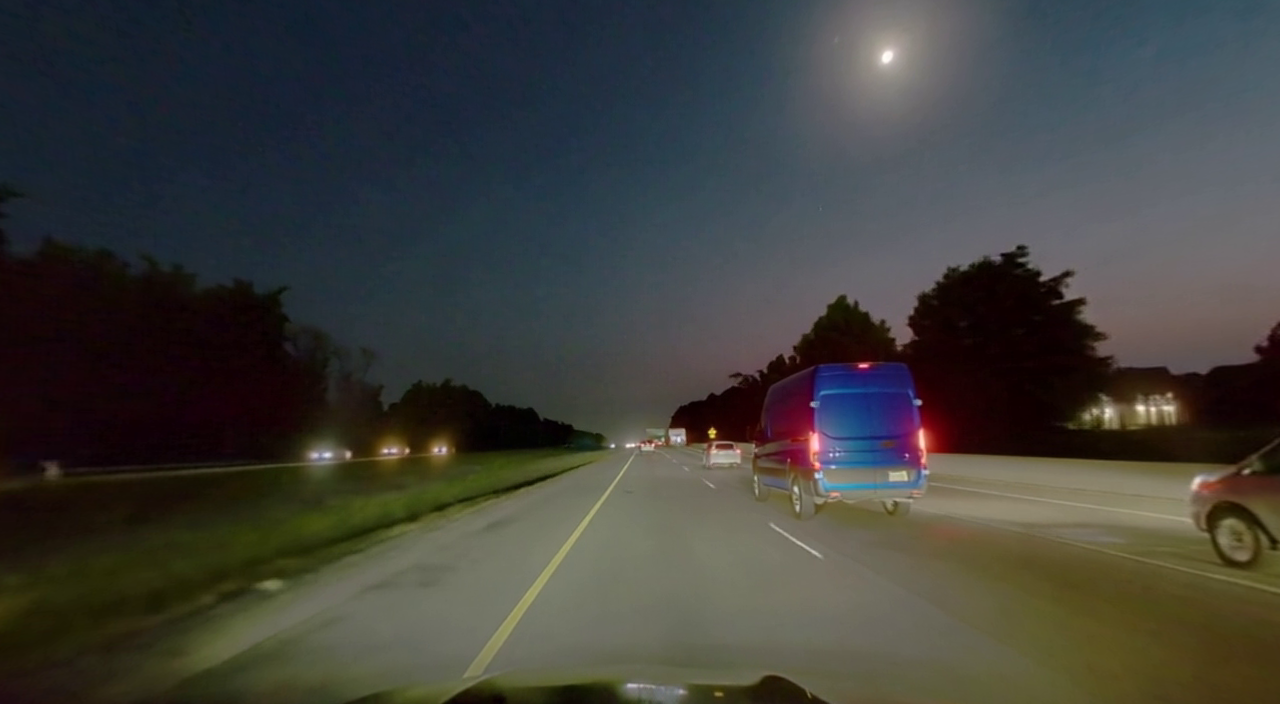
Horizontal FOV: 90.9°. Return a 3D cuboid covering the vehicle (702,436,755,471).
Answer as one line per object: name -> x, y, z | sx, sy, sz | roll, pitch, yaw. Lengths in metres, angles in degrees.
vehicle -> 4.463, 5.196, 32.357 | 2.034, 1.651, 4.342 | 0, -8, -1

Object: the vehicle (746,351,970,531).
vehicle -> 3.742, 1.751, 12.411 | 2.302, 2.670, 5.912 | 0, -8, 1

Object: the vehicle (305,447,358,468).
vehicle -> -23.673, 8.063, 48.538 | 1.899, 1.508, 4.073 | 0, -8, 1
